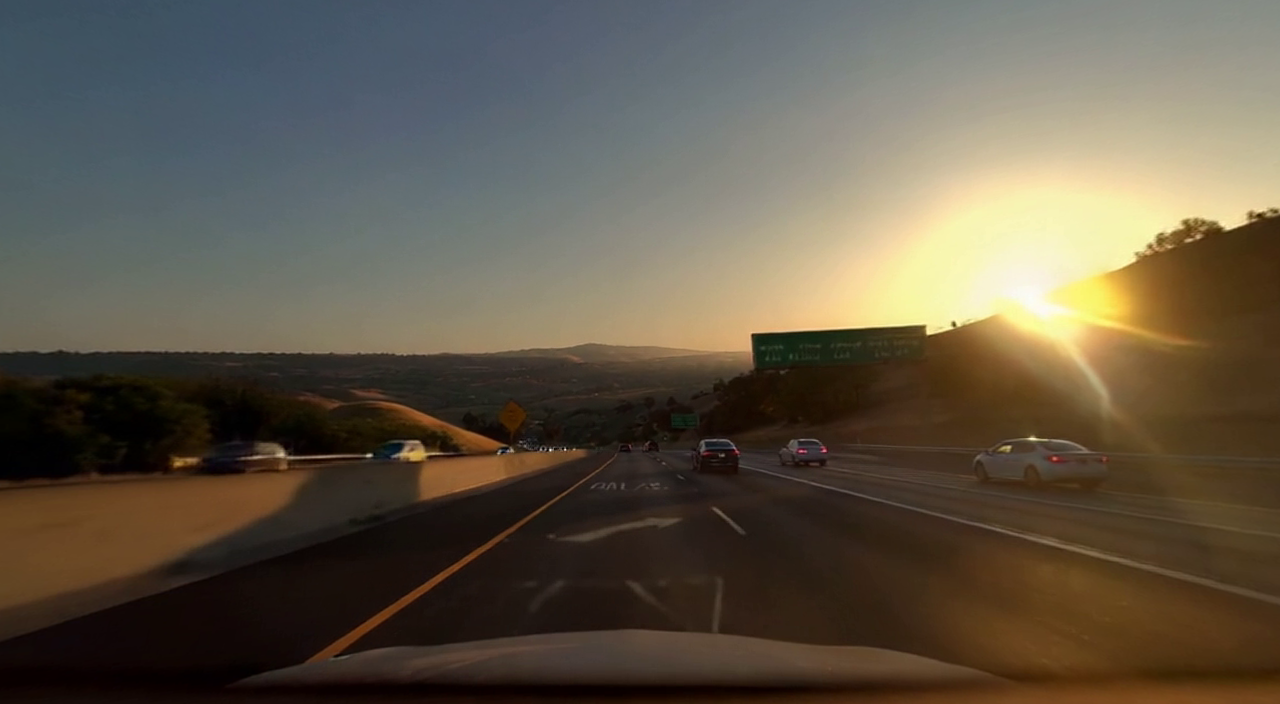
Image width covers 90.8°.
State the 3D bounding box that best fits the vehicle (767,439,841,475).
[{"bbox_3d":[6.994,4.533,27.457,1.952,1.442,4.259,0,-8,-2],"label":"vehicle"}]

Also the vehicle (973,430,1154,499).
[{"bbox_3d":[10.855,2.896,16.628,1.844,1.560,4.085,0,-8,-1],"label":"vehicle"}]

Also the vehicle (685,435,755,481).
[{"bbox_3d":[3.007,4.081,24.673,1.977,1.601,4.598,0,-8,-2],"label":"vehicle"}]

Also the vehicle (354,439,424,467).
[{"bbox_3d":[-13.768,5.534,34.978,1.941,1.374,4.467,0,-8,1],"label":"vehicle"}]

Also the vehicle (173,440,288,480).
[{"bbox_3d":[-18.251,4.829,28.500,2.008,1.618,4.776,0,-8,0],"label":"vehicle"}]
